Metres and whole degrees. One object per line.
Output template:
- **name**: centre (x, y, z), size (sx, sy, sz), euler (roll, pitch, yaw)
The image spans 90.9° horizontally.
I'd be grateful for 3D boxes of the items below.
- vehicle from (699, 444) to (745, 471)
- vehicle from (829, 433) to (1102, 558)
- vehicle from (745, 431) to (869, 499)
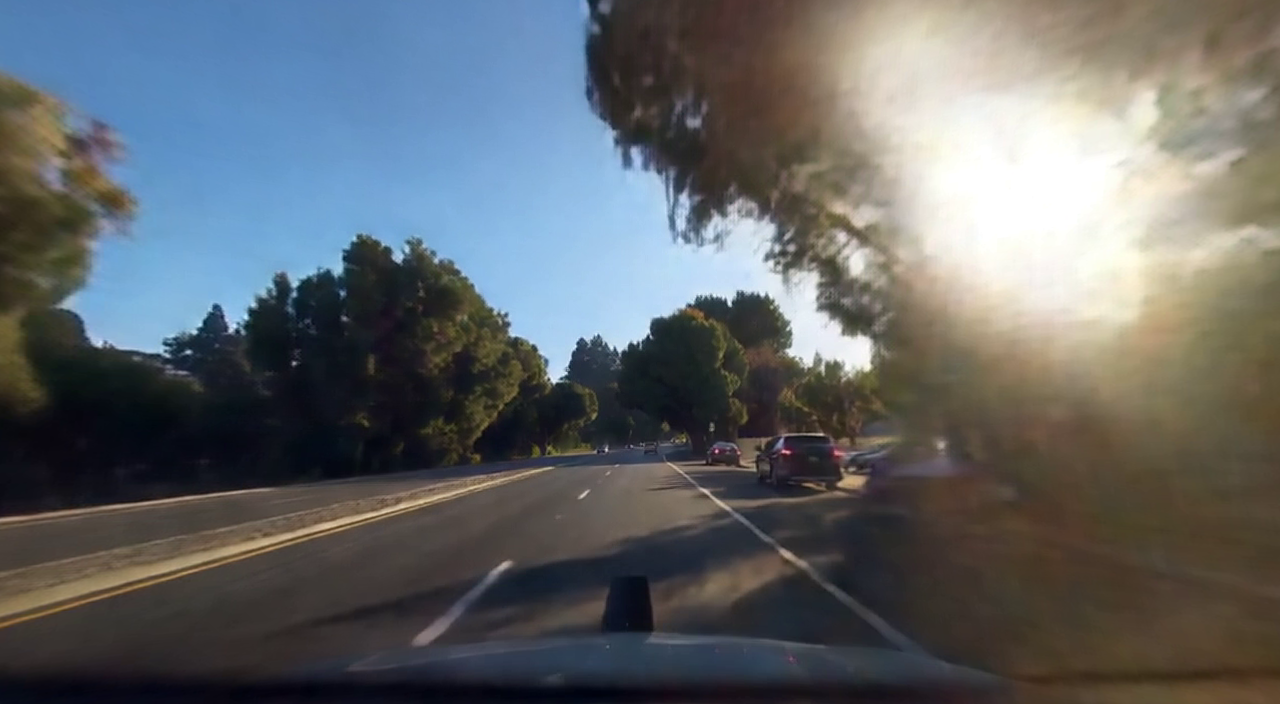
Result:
- **vehicle**: centre (4.850, 6.324, 38.015), size (2.184, 1.496, 4.615), euler (0, -8, 0)
- **vehicle**: centre (4.726, 2.121, 10.184), size (1.920, 1.514, 4.746), euler (0, -8, 1)
- **vehicle**: centre (4.687, 3.258, 18.628), size (2.205, 1.728, 4.855), euler (0, -8, -1)
